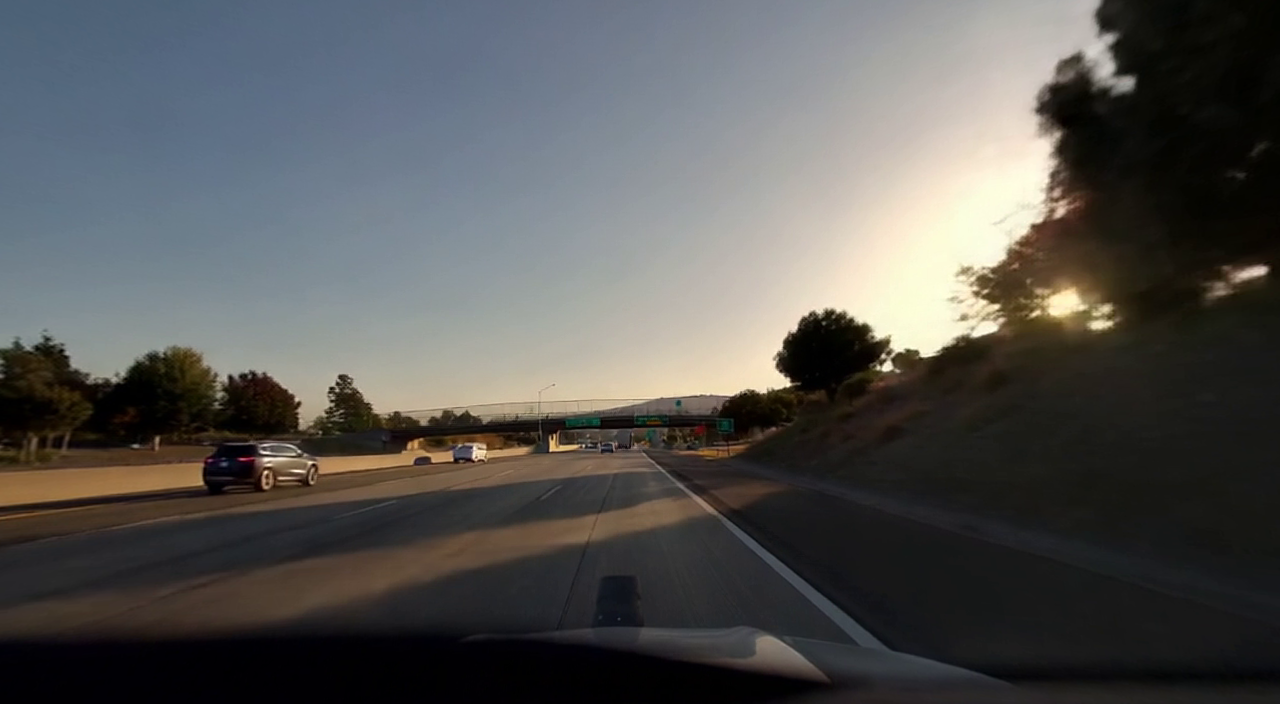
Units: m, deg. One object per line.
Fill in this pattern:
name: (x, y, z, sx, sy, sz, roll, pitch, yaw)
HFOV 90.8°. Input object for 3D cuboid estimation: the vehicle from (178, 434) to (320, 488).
vehicle: (-14.477, 4.025, 23.866, 2.049, 1.792, 5.177, 0, -8, 0)
